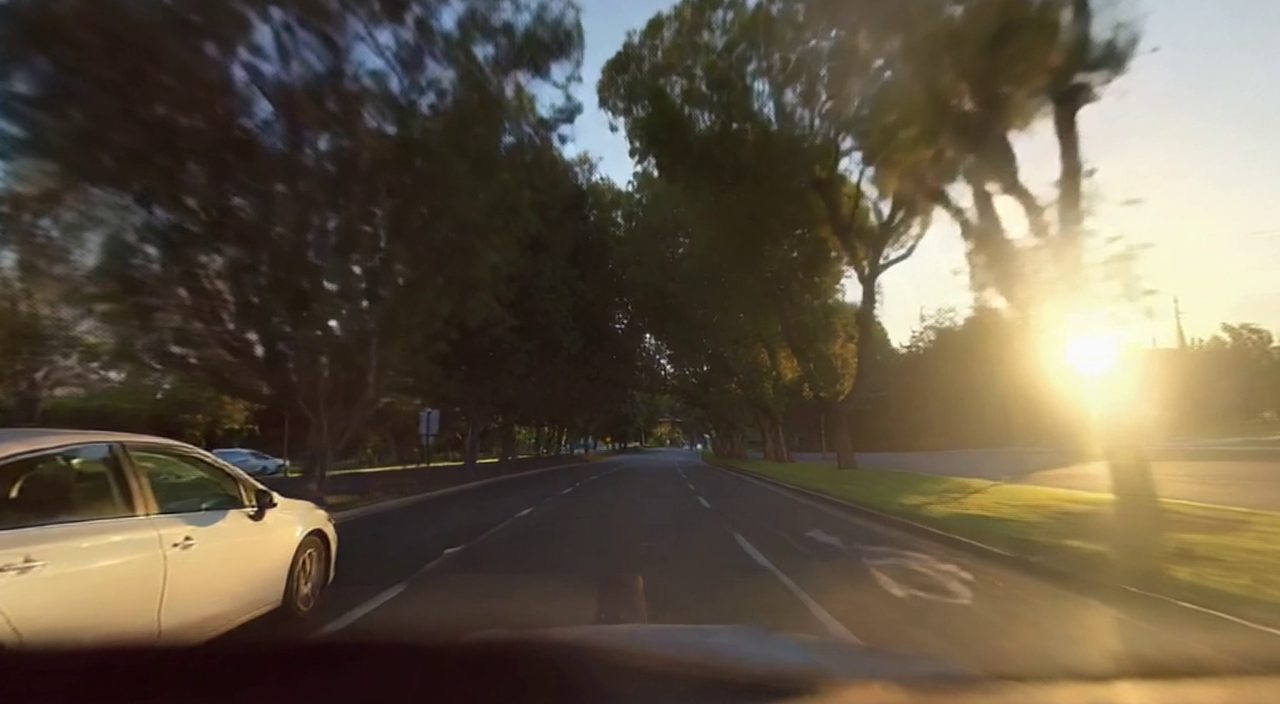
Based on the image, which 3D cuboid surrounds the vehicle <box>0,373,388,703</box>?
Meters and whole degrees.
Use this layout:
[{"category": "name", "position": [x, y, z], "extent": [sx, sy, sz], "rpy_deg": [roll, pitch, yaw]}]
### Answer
[{"category": "vehicle", "position": [-3.194, 1.007, 3.368], "extent": [1.915, 1.521, 4.283], "rpy_deg": [0, -8, 0]}]
